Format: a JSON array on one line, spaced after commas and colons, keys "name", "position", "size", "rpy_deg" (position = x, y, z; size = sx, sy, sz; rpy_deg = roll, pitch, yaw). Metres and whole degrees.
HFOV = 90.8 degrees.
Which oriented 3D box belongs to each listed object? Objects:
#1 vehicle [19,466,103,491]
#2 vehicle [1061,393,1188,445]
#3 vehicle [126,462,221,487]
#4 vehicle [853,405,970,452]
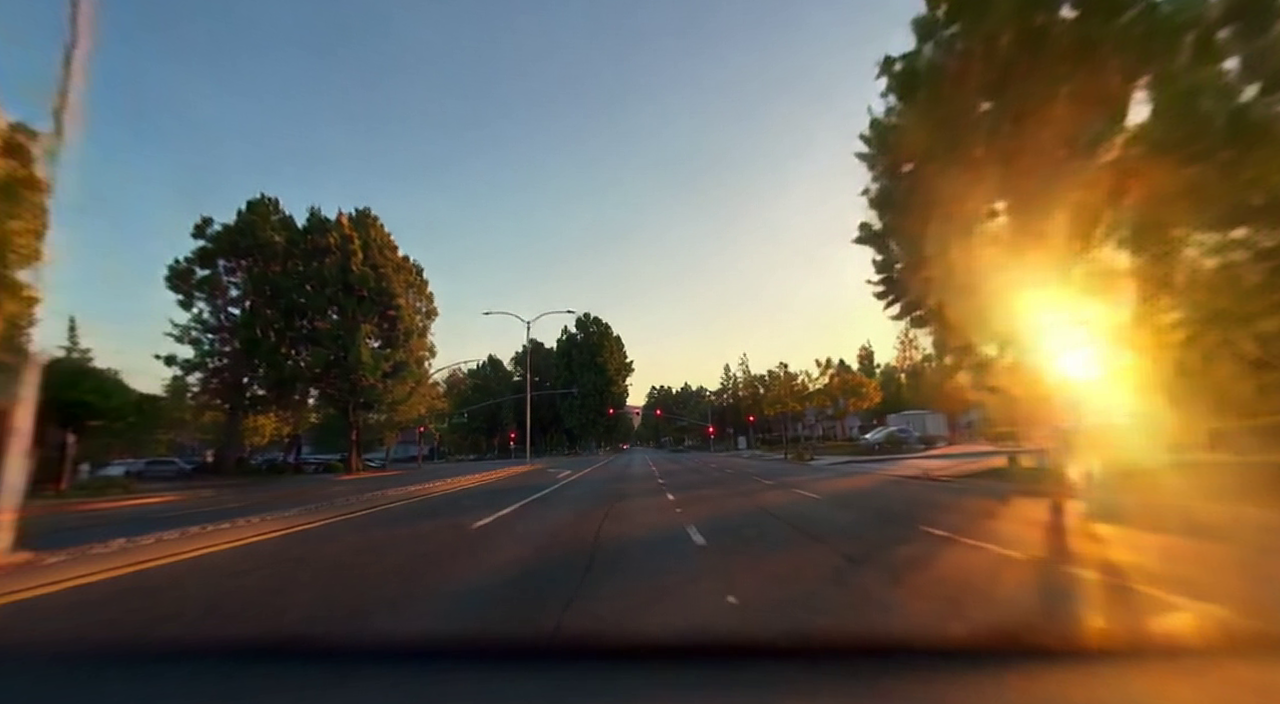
[{"name": "vehicle", "position": [-44.061, 9.623, 48.122], "size": [4.422, 1.485, 1.966], "rpy_deg": [-3, -8, -3]}, {"name": "vehicle", "position": [32.332, 4.680, 42.622], "size": [2.751, 3.197, 7.018], "rpy_deg": [0, -8, -2]}, {"name": "vehicle", "position": [-31.302, 8.229, 42.483], "size": [4.713, 1.607, 2.022], "rpy_deg": [0, -9, 0]}, {"name": "vehicle", "position": [20.175, 5.765, 47.253], "size": [7.304, 3.335, 2.869], "rpy_deg": [0, -9, -3]}]
